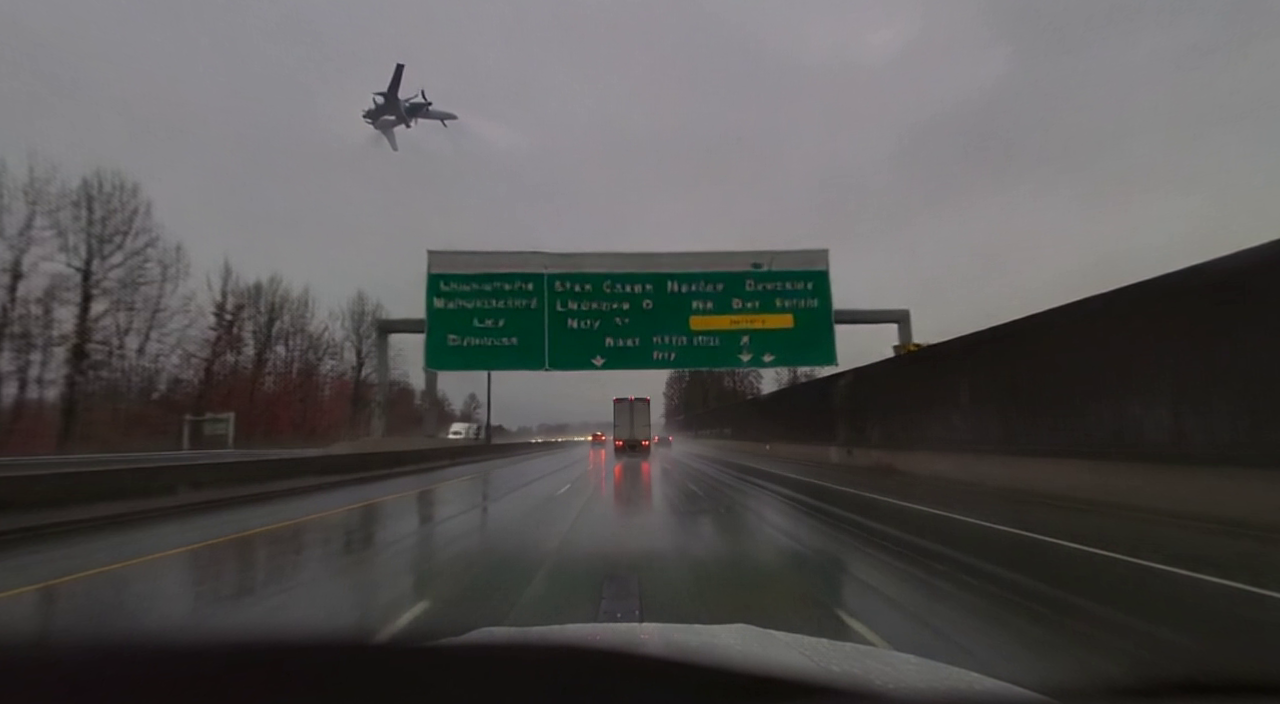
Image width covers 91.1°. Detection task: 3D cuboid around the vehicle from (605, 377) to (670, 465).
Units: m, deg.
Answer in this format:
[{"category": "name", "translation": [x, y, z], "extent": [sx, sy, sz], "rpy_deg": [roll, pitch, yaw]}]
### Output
[{"category": "vehicle", "translation": [-0.230, 4.259, 37.086], "extent": [2.965, 3.972, 16.689], "rpy_deg": [0, -8, -1]}]
